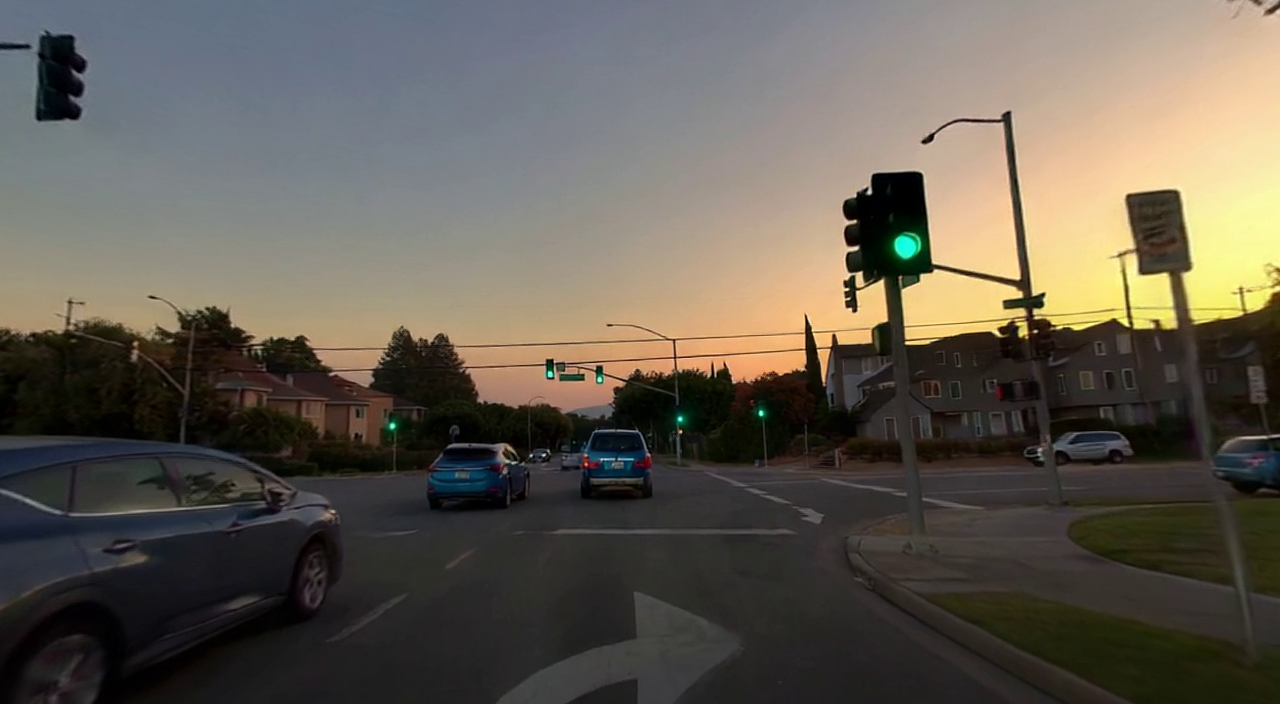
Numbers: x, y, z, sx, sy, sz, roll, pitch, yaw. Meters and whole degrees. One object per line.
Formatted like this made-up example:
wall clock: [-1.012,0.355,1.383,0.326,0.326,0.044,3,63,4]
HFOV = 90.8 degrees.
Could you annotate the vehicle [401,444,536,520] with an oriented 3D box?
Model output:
vehicle: [-3.696,2.860,14.517,1.934,1.459,4.368,0,-8,-1]

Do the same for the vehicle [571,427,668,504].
vehicle: [-0.548,3.156,17.994,2.396,1.881,4.606,0,-8,-1]

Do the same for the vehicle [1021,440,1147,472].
vehicle: [20.699,4.878,29.648,4.353,1.431,1.876,-2,-9,13]

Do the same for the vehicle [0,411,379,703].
vehicle: [-3.484,1.152,3.581,1.977,1.488,4.741,0,-8,0]

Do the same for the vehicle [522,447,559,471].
vehicle: [-7.470,8.054,47.796,2.069,1.651,4.431,0,-8,0]
